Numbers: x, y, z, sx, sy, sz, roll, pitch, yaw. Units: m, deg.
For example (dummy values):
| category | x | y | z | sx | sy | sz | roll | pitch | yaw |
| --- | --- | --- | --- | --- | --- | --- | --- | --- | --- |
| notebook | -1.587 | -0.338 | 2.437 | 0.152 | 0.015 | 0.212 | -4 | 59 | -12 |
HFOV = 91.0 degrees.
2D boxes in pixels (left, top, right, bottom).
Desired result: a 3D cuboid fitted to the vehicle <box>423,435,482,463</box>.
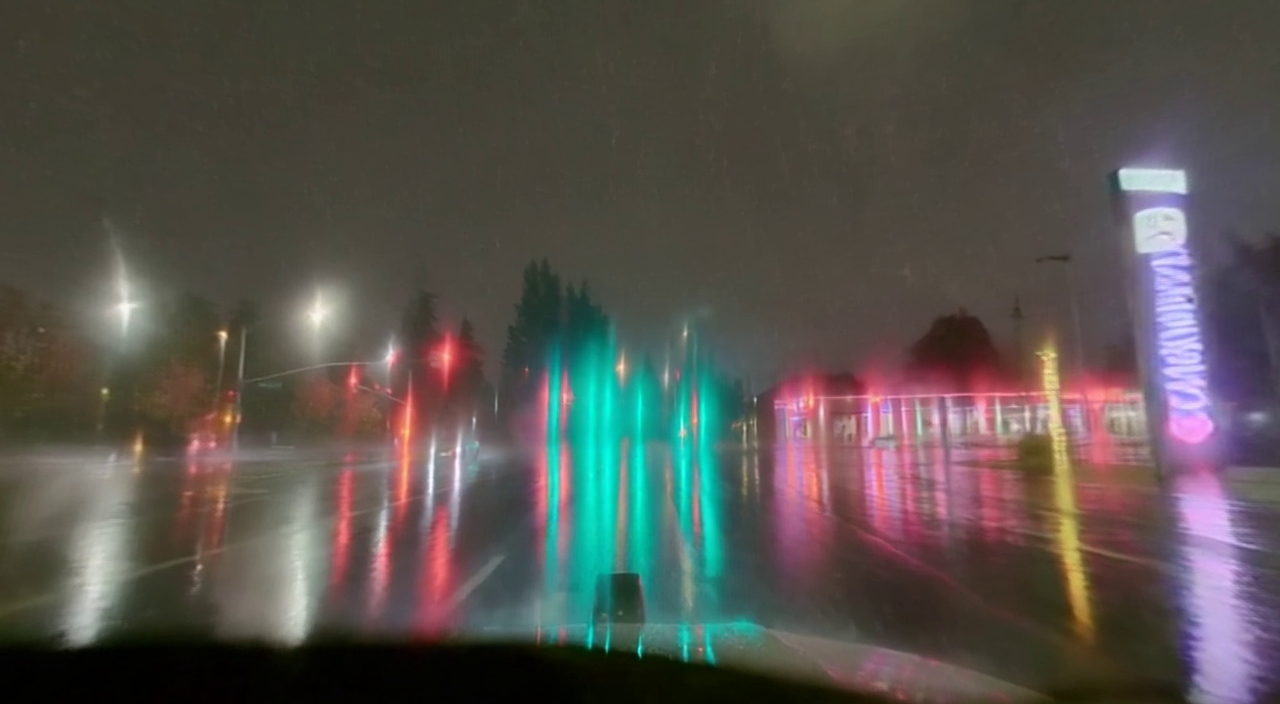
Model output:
| category | x | y | z | sx | sy | sz | roll | pitch | yaw |
| --- | --- | --- | --- | --- | --- | --- | --- | --- | --- |
| vehicle | -10.737 | 5.615 | 36.493 | 1.924 | 1.502 | 4.727 | 0 | -9 | 1 |
